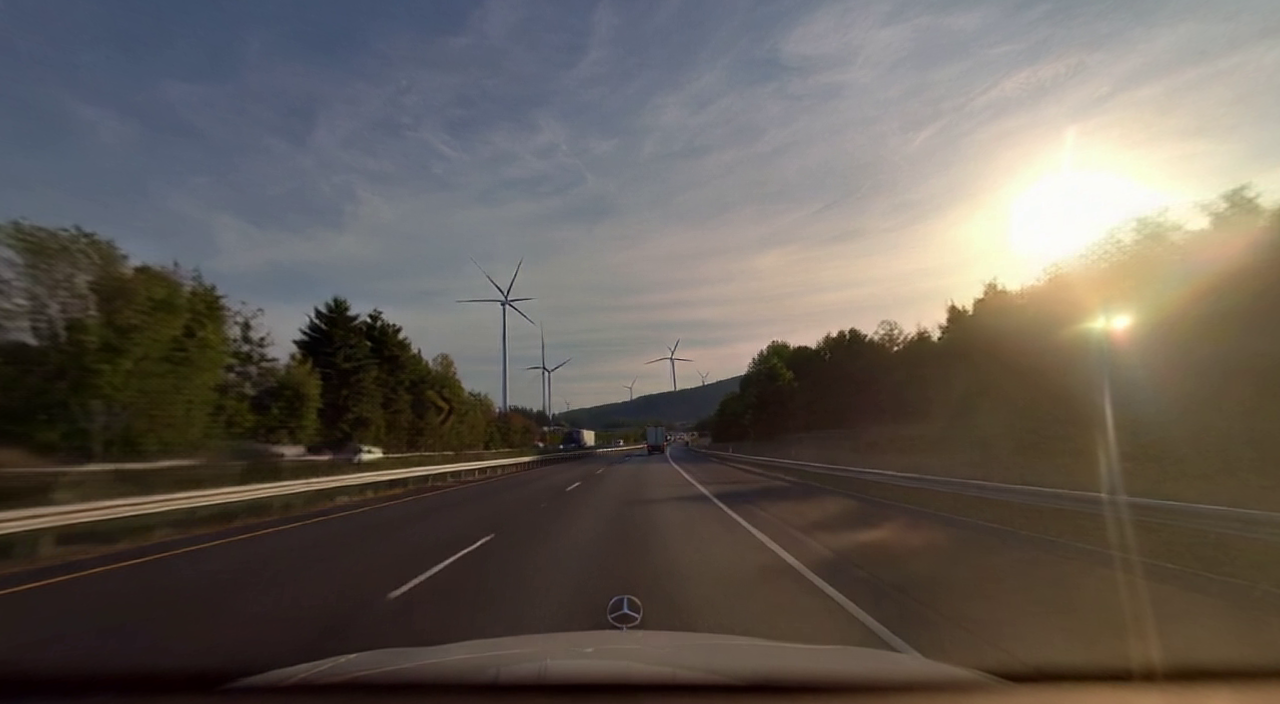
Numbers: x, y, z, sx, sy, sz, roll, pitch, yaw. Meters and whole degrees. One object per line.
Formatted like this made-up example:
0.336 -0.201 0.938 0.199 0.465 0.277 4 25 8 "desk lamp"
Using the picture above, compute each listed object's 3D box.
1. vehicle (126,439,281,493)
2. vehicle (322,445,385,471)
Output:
-12.928 3.380 18.986 1.903 1.442 3.765 0 -9 1 "vehicle"
-16.566 6.126 36.603 1.773 1.440 3.723 0 -9 2 "vehicle"
